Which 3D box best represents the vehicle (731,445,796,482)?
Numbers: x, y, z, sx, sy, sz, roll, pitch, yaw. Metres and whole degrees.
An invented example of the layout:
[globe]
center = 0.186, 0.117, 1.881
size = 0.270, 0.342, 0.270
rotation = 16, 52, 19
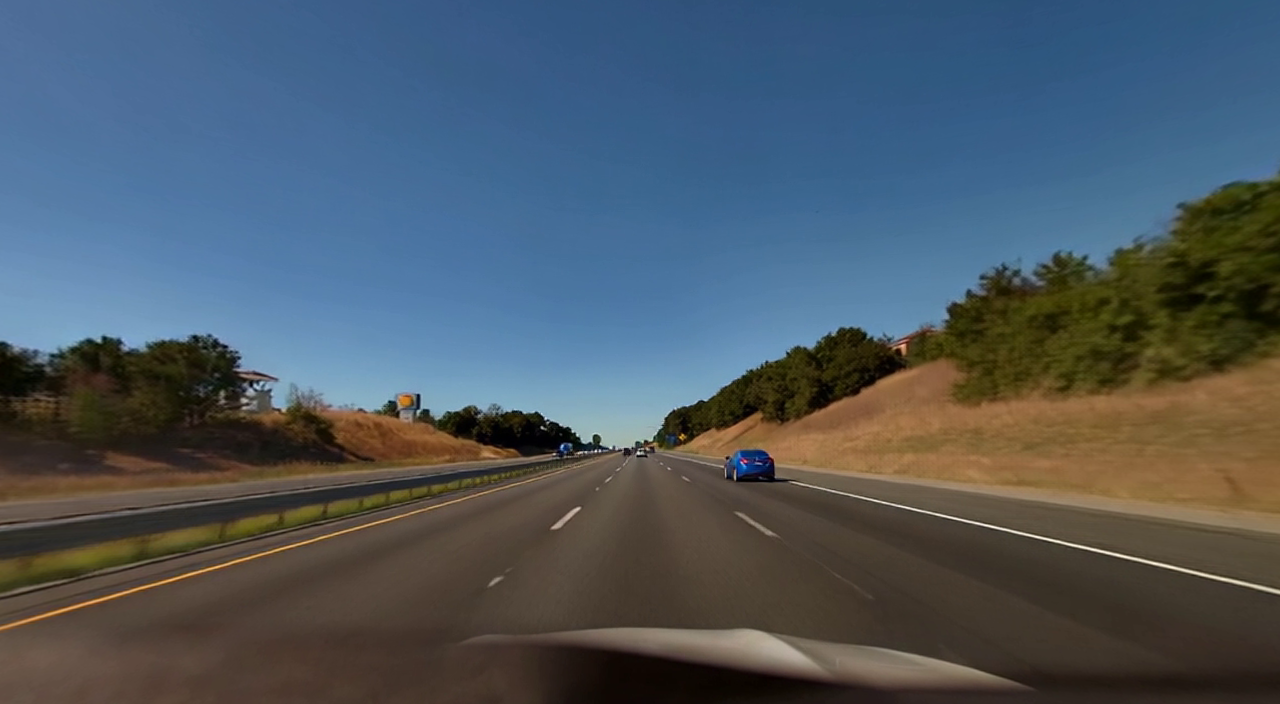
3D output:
[vehicle]
center = 5.371, 4.910, 28.003
size = 1.967, 1.472, 3.751
rotation = 0, -9, -3
